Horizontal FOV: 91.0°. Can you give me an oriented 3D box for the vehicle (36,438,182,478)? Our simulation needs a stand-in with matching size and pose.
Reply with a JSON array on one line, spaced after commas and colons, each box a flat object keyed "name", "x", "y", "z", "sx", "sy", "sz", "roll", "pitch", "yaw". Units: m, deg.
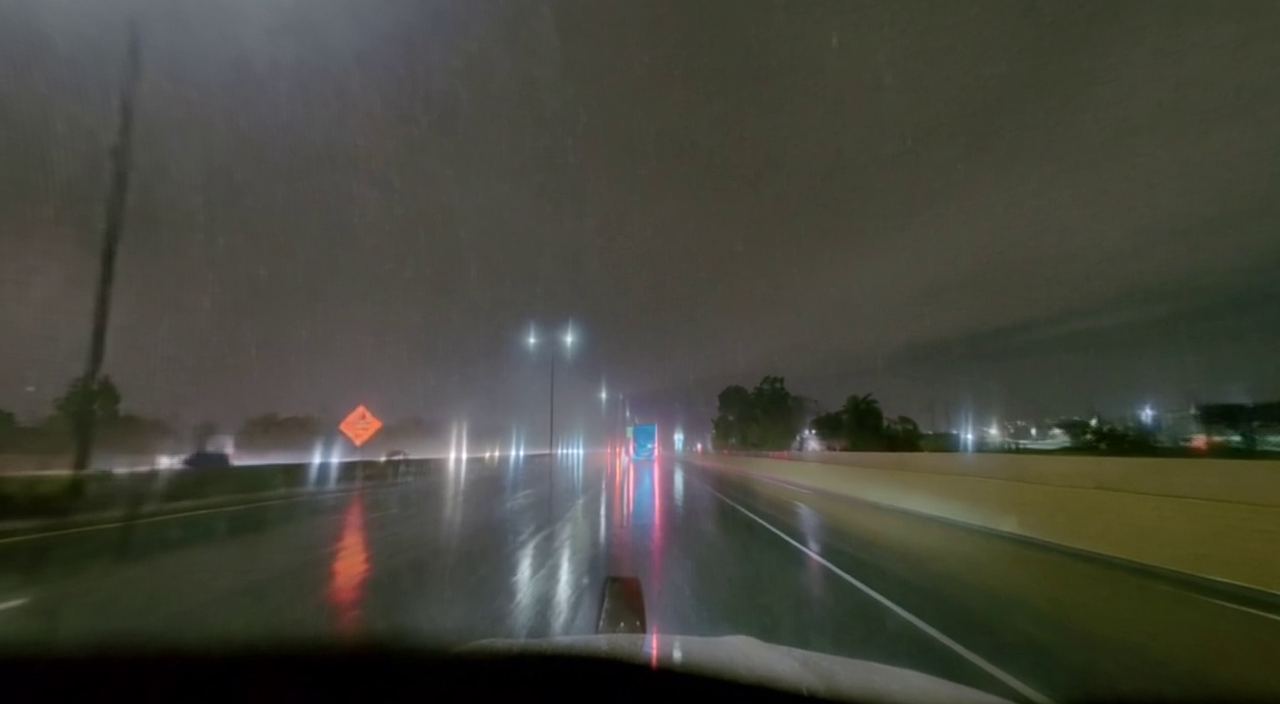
[{"name": "vehicle", "x": -23.405, "y": 4.687, "z": 28.089, "sx": 2.141, "sy": 1.619, "sz": 4.968, "roll": 0, "pitch": -9, "yaw": 0}]
